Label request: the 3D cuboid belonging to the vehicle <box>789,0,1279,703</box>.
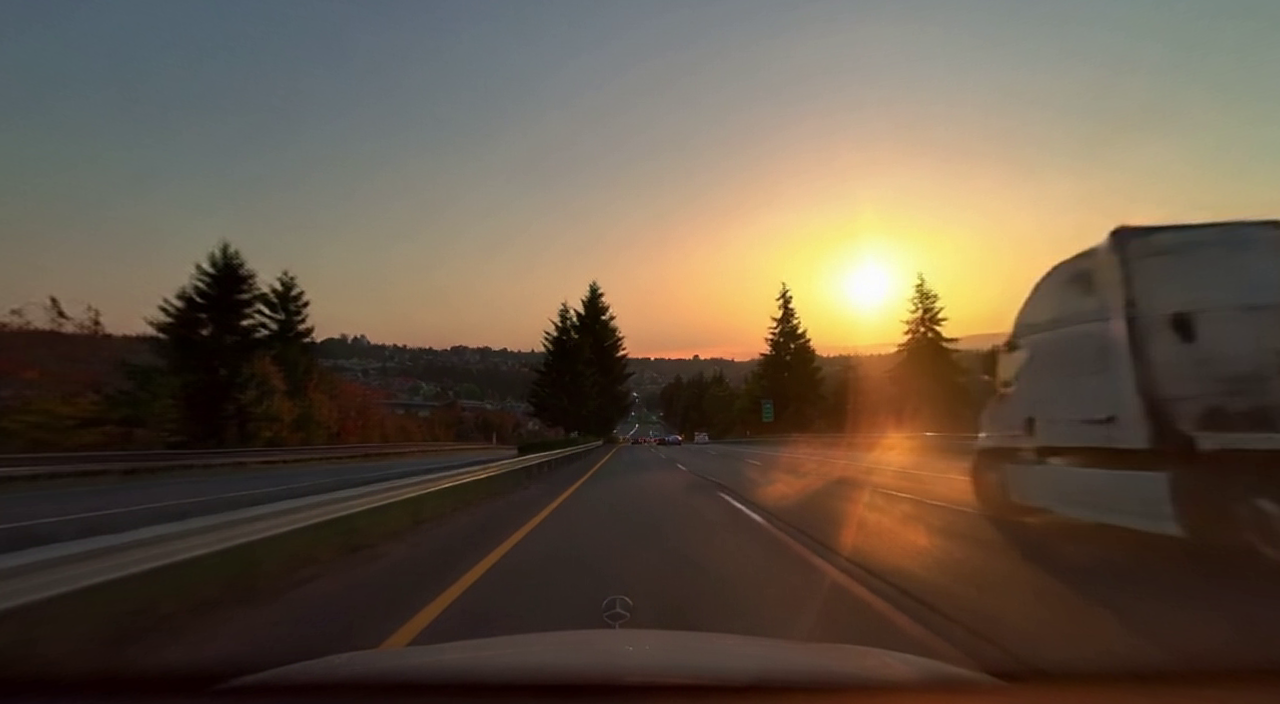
[{"bbox_3d":[3.504,0.118,5.119,3.004,3.894,5.738,0,-8,-1],"label":"vehicle"}]
